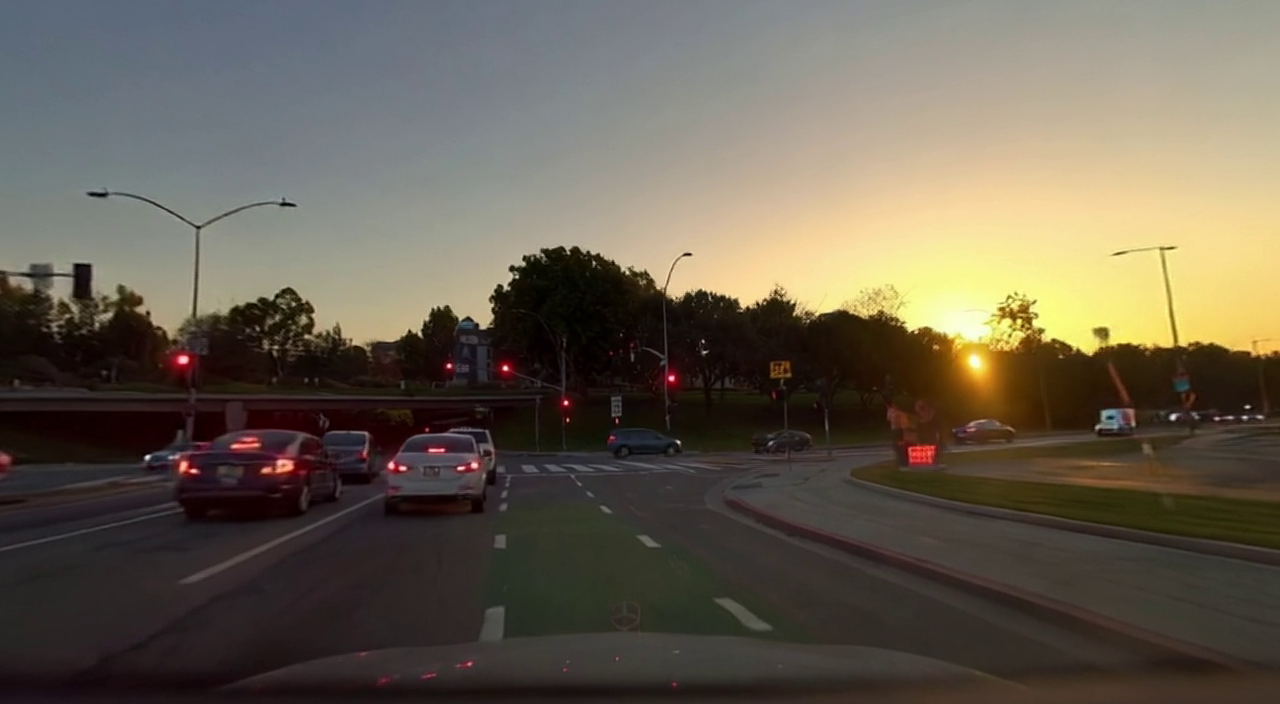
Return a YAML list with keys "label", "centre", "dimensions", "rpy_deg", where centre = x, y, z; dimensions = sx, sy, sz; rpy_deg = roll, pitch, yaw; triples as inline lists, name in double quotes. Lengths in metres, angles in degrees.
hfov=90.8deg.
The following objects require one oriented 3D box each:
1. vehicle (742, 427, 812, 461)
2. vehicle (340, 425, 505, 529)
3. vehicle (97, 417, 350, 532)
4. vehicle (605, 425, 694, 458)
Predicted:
- label: "vehicle"
  centre: [7.303, 4.870, 33.464]
  dimensions: [1.908, 1.622, 4.166]
  rpy_deg: [-7, -11, 39]
- label: "vehicle"
  centre: [-3.671, 2.156, 11.609]
  dimensions: [2.176, 1.489, 4.518]
  rpy_deg: [1, -8, -10]
- label: "vehicle"
  centre: [-7.094, 2.110, 11.581]
  dimensions: [2.057, 1.610, 4.891]
  rpy_deg: [1, -8, -11]
- label: "vehicle"
  centre: [0.535, 5.523, 38.982]
  dimensions: [5.144, 1.954, 2.122]
  rpy_deg: [1, -8, -10]
